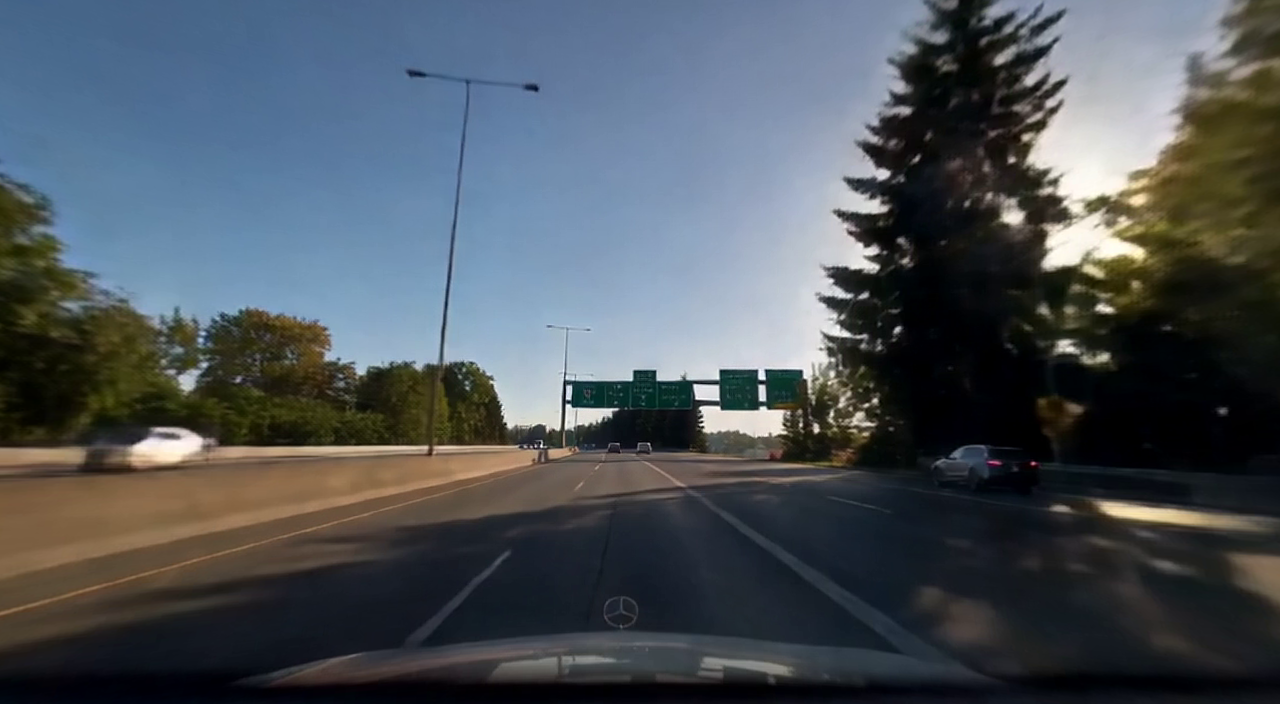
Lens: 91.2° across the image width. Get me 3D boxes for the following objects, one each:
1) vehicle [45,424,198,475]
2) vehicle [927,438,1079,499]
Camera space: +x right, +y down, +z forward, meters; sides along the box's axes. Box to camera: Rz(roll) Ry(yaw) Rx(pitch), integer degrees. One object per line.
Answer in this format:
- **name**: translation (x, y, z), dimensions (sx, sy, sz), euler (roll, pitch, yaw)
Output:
- **vehicle**: translation (-17.157, 3.268, 21.026), dimensions (1.776, 1.493, 3.970), euler (0, -9, -2)
- **vehicle**: translation (9.806, 3.165, 17.335), dimensions (1.853, 1.463, 3.780), euler (0, -9, -1)
